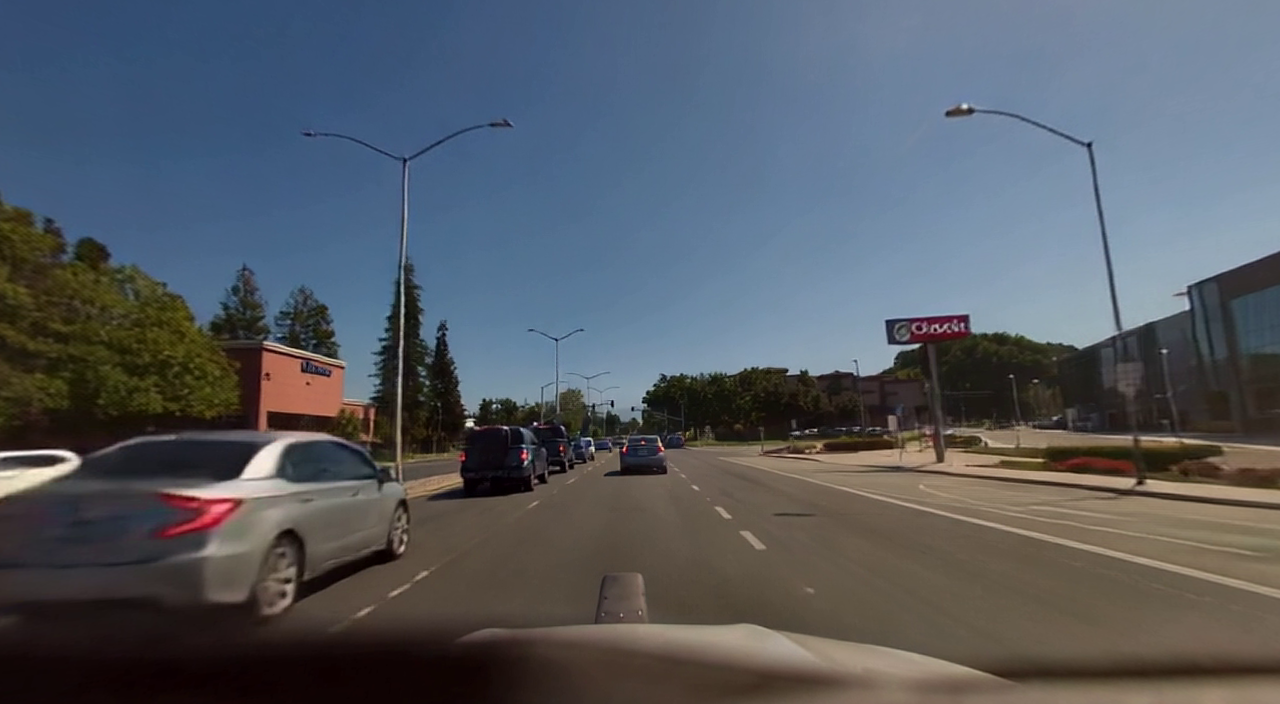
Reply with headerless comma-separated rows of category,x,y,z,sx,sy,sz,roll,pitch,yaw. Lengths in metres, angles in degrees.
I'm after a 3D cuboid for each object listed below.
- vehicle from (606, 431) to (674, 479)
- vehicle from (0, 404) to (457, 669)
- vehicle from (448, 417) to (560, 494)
vehicle,-0.027,3.512,21.792,2.126,1.475,3.967,0,-8,-1
vehicle,-3.453,1.374,5.869,2.139,1.487,4.453,0,-8,0
vehicle,-3.400,2.695,16.733,2.046,1.751,4.208,0,-8,0
